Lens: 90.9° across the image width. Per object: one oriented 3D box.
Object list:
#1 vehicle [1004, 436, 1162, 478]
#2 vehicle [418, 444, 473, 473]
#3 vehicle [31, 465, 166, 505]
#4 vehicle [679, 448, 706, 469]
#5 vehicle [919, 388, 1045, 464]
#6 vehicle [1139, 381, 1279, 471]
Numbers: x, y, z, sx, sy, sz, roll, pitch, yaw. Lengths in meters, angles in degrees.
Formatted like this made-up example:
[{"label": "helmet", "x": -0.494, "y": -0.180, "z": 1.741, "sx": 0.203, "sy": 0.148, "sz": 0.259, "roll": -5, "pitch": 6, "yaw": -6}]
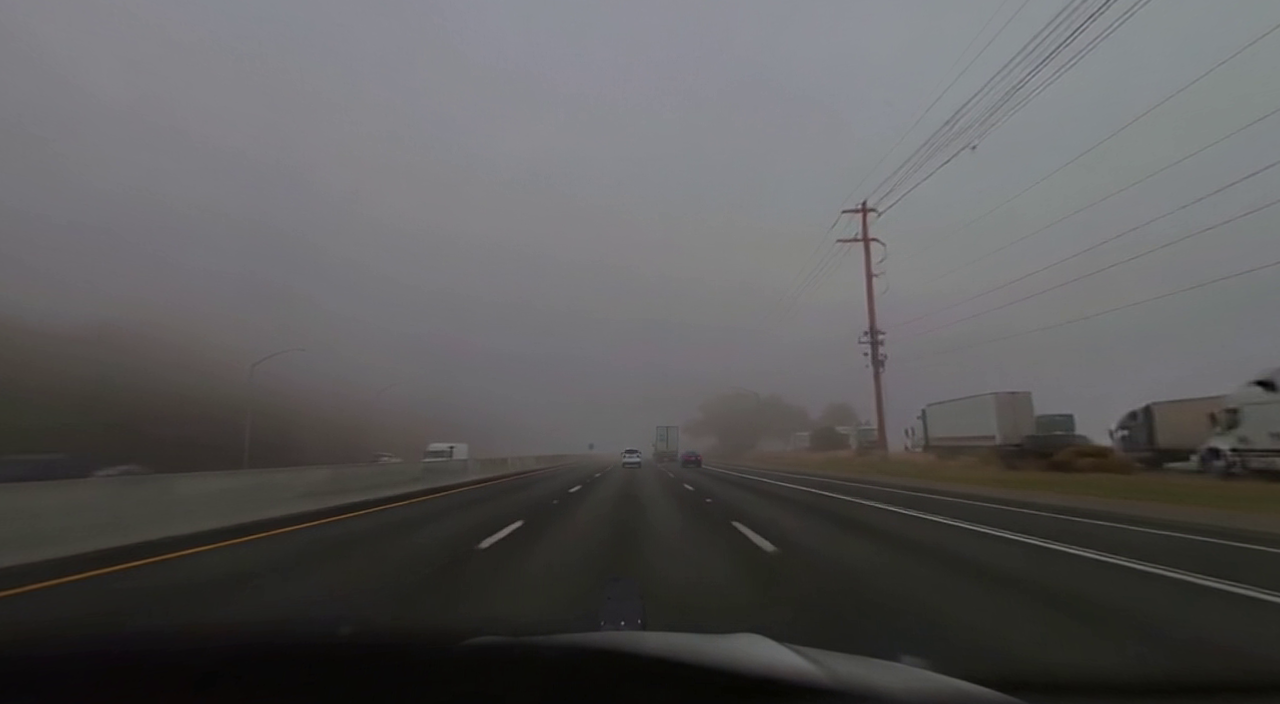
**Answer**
[{"label": "vehicle", "x": 22.816, "y": 5.490, "z": 33.125, "sx": 2.735, "sy": 1.910, "sz": 7.423, "roll": 0, "pitch": -9, "yaw": -2}, {"label": "vehicle", "x": -12.483, "y": 6.847, "z": 40.708, "sx": 2.097, "sy": 1.747, "sz": 4.775, "roll": 0, "pitch": -9, "yaw": -1}, {"label": "vehicle", "x": -23.500, "y": 5.745, "z": 27.628, "sx": 1.821, "sy": 1.485, "sz": 4.597, "roll": 0, "pitch": -9, "yaw": 0}, {"label": "vehicle", "x": 4.019, "y": 8.225, "z": 48.741, "sx": 1.779, "sy": 1.512, "sz": 3.517, "roll": 0, "pitch": -9, "yaw": 0}, {"label": "vehicle", "x": 22.799, "y": 5.189, "z": 43.024, "sx": 2.948, "sy": 4.403, "sz": 10.315, "roll": -3, "pitch": -8, "yaw": 2}, {"label": "vehicle", "x": 31.682, "y": 3.581, "z": 30.746, "sx": 2.917, "sy": 4.219, "sz": 14.528, "roll": -3, "pitch": -8, "yaw": 1}]
